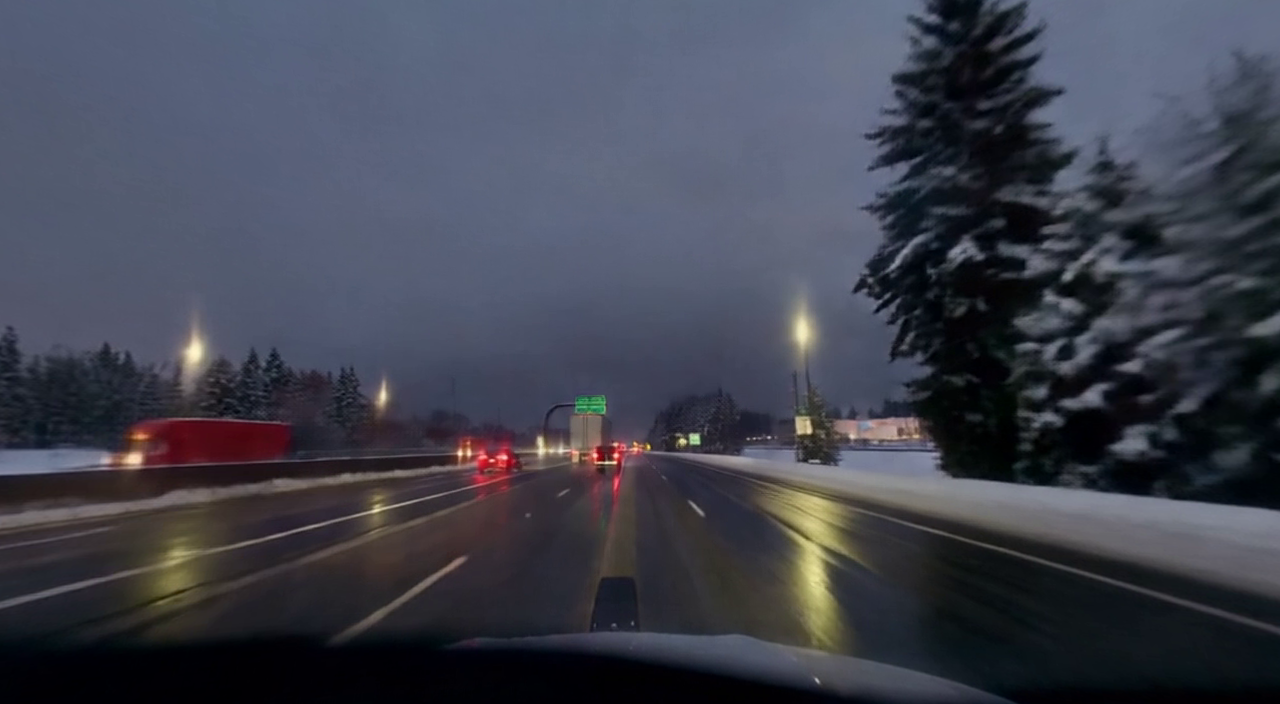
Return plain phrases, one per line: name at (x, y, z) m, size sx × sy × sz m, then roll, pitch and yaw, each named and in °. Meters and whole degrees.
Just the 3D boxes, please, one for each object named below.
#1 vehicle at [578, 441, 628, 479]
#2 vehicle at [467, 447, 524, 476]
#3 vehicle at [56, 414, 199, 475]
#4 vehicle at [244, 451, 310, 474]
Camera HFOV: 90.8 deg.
vehicle at (-1.656, 5.049, 29.805) m, size 2.033 × 1.669 × 4.112 m, roll 0°, pitch -9°, yaw 1°
vehicle at (-7.761, 5.890, 34.283) m, size 2.026 × 1.477 × 4.467 m, roll 0°, pitch -9°, yaw 0°
vehicle at (-35.248, 6.455, 44.012) m, size 2.998 × 3.834 × 8.114 m, roll 0°, pitch -9°, yaw 0°
vehicle at (-23.545, 7.167, 41.133) m, size 1.813 × 1.411 × 4.115 m, roll 0°, pitch -9°, yaw 0°
